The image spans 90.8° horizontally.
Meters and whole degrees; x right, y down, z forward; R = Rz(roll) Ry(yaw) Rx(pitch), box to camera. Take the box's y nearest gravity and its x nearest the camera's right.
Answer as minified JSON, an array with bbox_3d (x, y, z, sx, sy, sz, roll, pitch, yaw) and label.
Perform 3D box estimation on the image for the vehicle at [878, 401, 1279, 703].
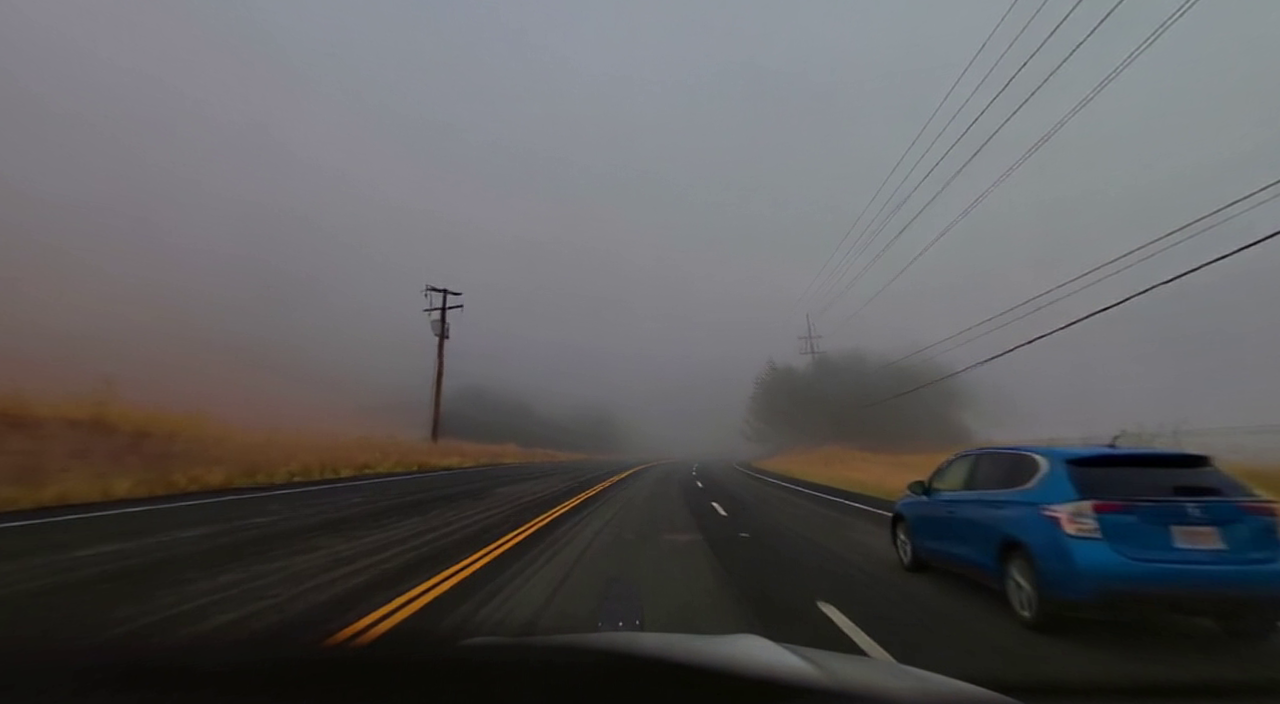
[{"bbox_3d":[3.903,1.419,5.347,2.135,1.692,4.185,0,-9,0],"label":"vehicle"}]
